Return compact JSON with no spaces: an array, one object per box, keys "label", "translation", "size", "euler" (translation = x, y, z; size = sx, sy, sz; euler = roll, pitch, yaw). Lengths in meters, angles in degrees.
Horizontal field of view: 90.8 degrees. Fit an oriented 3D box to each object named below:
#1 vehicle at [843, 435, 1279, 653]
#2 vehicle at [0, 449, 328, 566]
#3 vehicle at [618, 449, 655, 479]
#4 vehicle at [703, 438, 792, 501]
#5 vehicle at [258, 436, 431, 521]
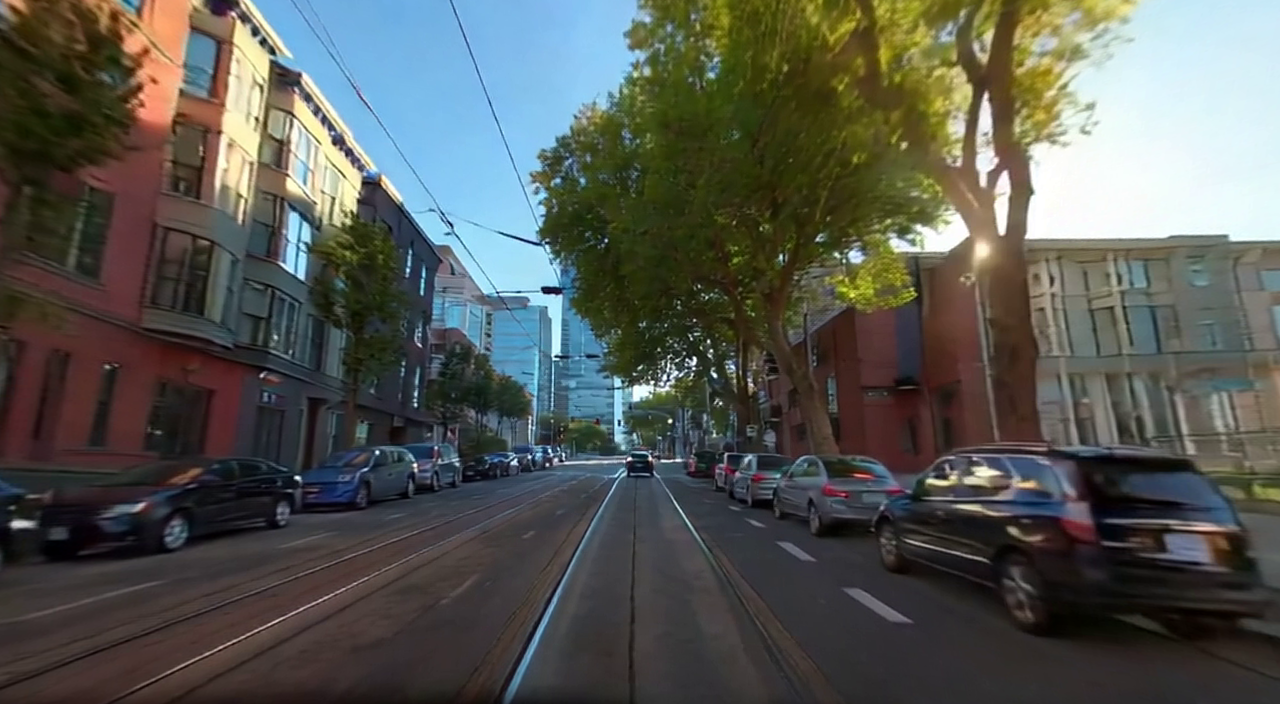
[{"label":"vehicle","translation":[3.886,1.723,6.802],"size":[1.890,1.559,4.281],"euler":[0,-9,-1]},{"label":"vehicle","translation":[-7.374,2.389,10.654],"size":[1.833,1.477,4.851],"euler":[0,-9,-1]},{"label":"vehicle","translation":[-0.189,6.211,35.292],"size":[1.984,1.571,3.404],"euler":[0,-9,0]},{"label":"vehicle","translation":[3.806,4.266,23.695],"size":[2.242,2.000,6.340],"euler":[1,-8,0]},{"label":"vehicle","translation":[-7.307,3.145,16.369],"size":[2.049,1.821,5.066],"euler":[0,-9,-1]}]
